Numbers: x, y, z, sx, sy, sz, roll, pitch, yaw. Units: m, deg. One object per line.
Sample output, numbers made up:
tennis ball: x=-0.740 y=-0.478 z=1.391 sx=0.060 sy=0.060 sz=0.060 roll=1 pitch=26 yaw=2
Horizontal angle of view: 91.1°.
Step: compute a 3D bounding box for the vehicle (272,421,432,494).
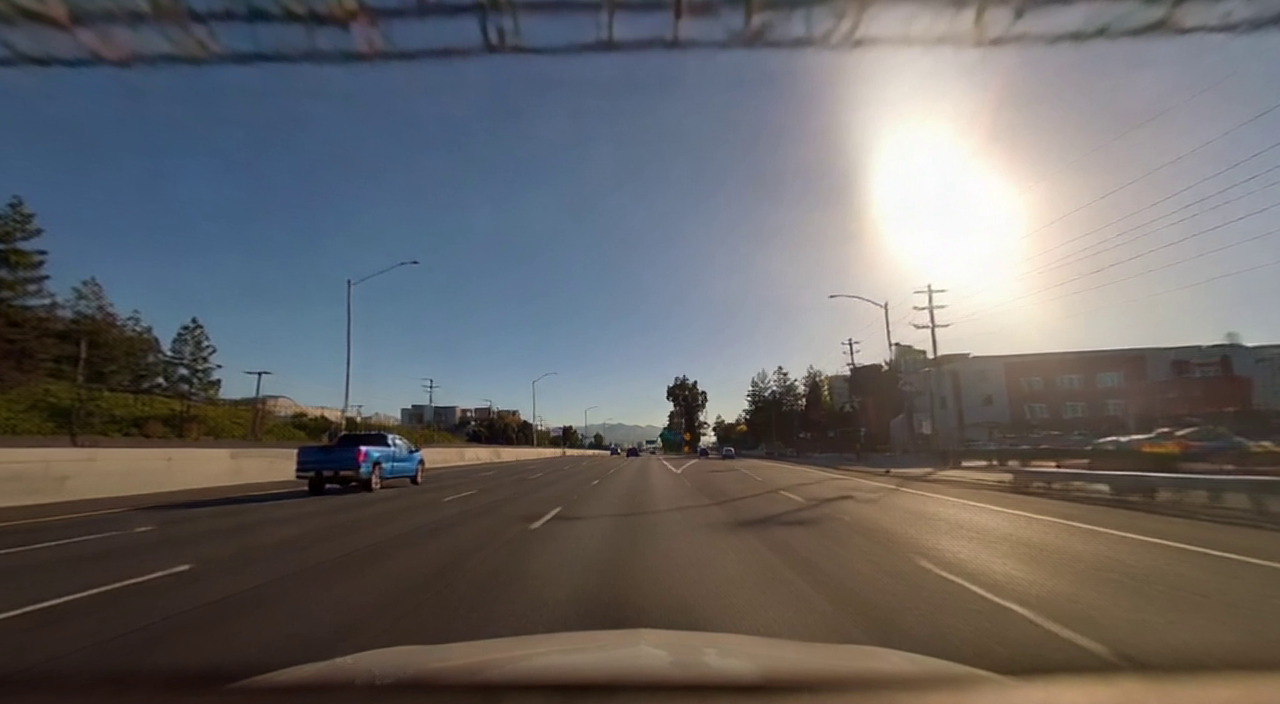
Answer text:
vehicle: x=-9.815 y=3.686 z=22.277 sx=2.667 sy=2.213 sz=6.081 roll=0 pitch=-8 yaw=1
